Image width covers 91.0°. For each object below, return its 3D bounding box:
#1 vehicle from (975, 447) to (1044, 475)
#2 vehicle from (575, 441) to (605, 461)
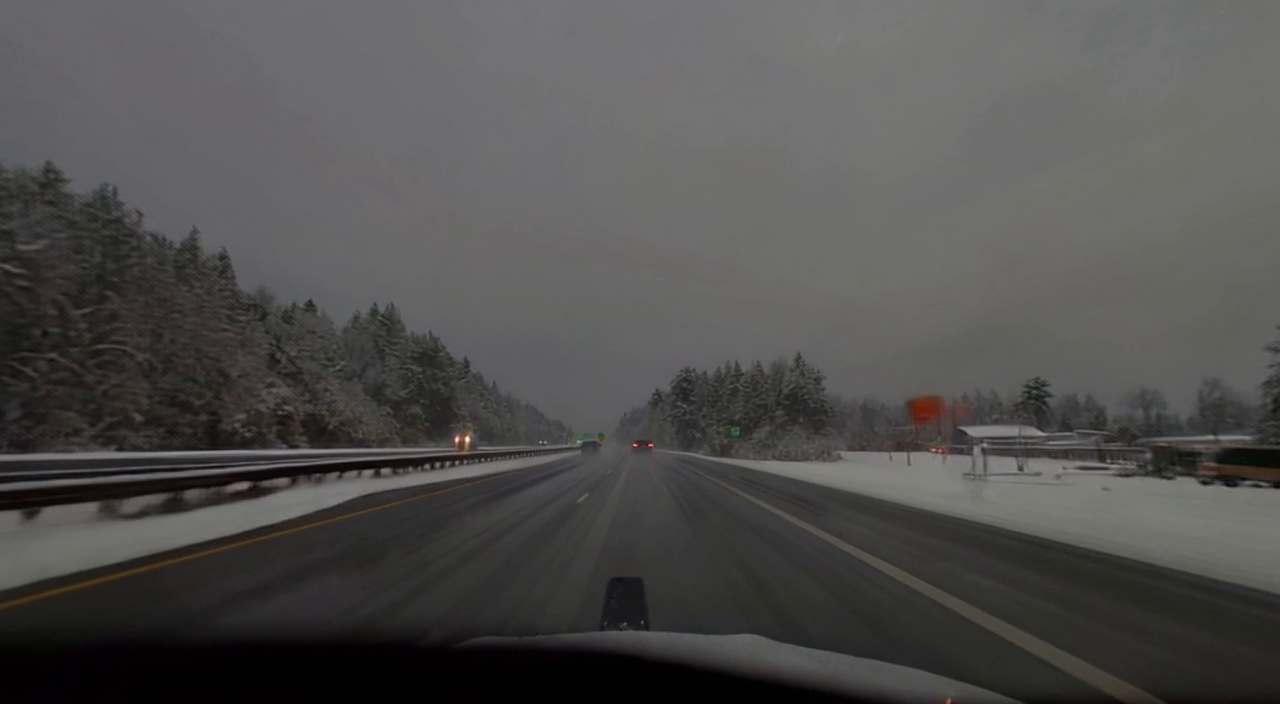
[{"bbox_3d":[22.313,6.558,38.236,1.889,1.560,4.976,-2,-8,9],"label":"vehicle"},{"bbox_3d":[-3.929,7.849,49.867,2.057,1.514,3.845,0,-8,0],"label":"vehicle"}]
